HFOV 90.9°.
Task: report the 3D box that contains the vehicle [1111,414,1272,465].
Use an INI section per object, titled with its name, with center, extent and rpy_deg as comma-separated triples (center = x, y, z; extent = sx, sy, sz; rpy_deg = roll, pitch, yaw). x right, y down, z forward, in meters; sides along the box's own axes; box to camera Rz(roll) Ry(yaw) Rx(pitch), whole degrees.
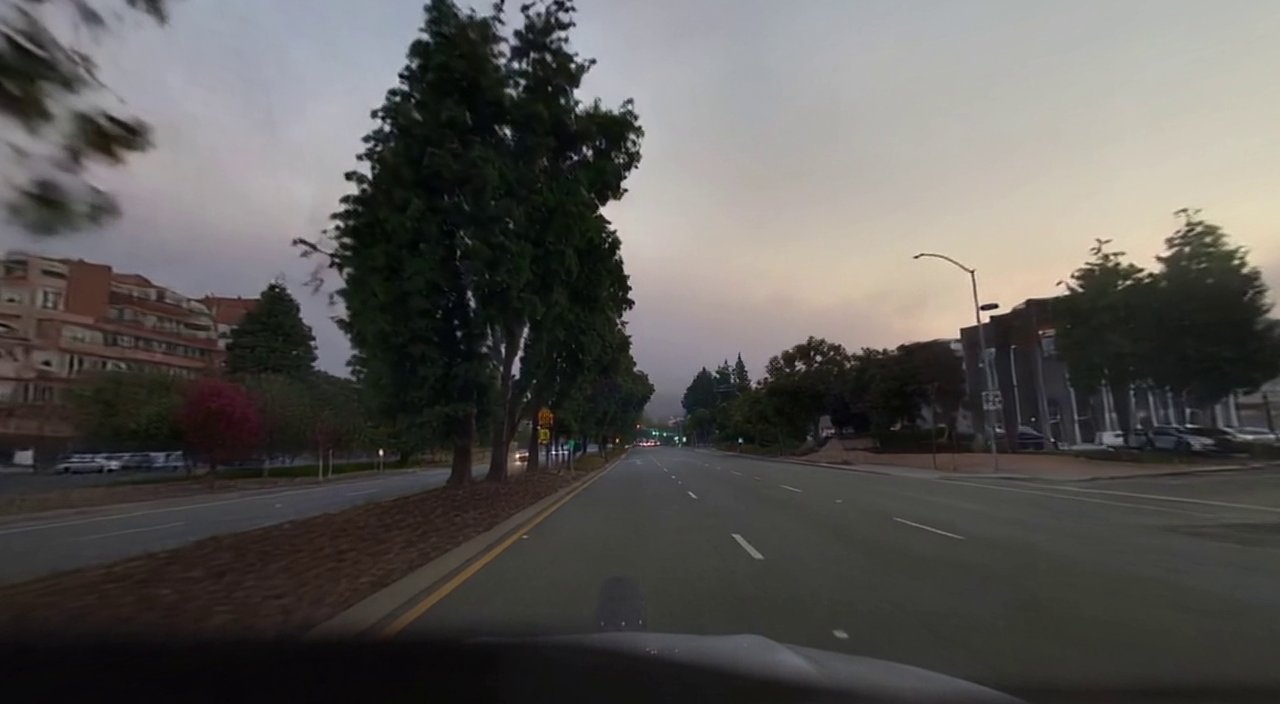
[vehicle]
center = 27.394, 4.431, 31.741
extent = 2.186, 2.298, 5.989
rpy_deg = 1, -8, -7
